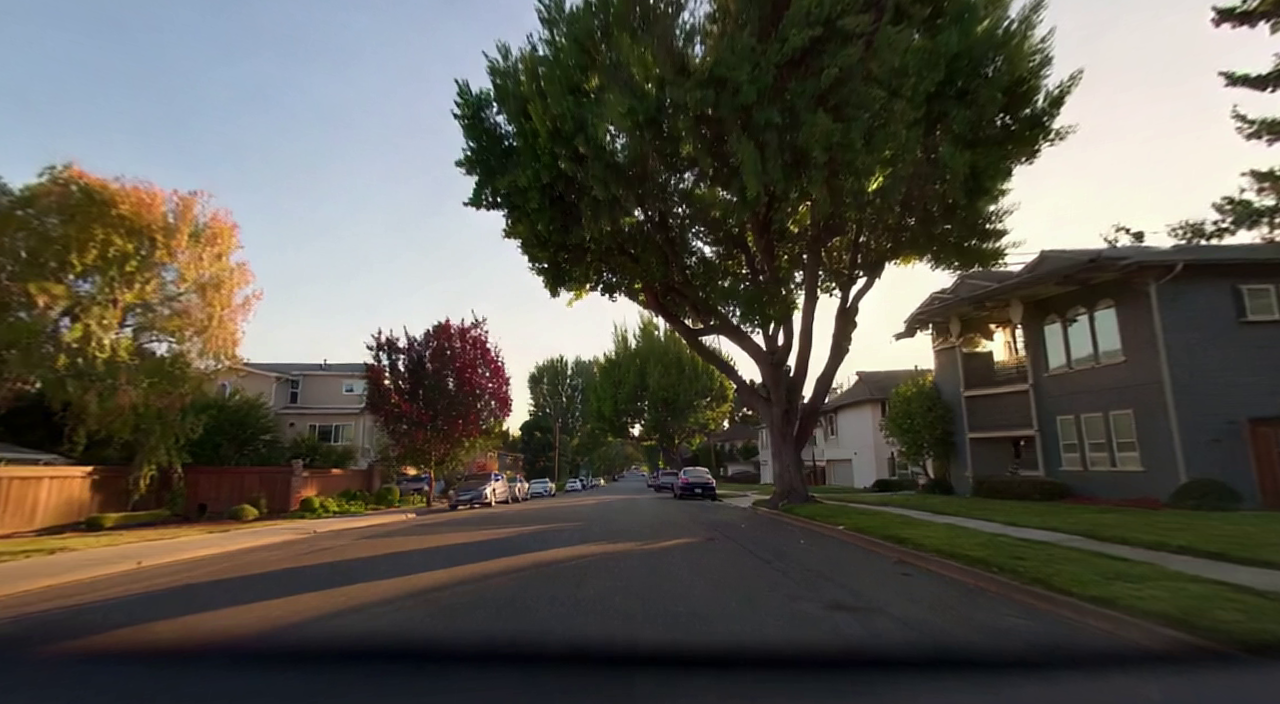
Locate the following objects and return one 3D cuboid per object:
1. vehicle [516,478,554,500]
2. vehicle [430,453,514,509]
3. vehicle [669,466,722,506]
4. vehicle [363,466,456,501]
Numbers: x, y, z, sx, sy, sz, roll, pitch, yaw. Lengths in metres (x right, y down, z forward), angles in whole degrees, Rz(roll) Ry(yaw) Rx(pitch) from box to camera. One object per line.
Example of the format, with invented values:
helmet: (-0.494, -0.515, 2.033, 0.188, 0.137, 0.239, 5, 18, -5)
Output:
vehicle: (-7.781, 10.295, 47.028, 2.071, 1.481, 4.425, 0, -13, 0)
vehicle: (-7.474, 6.001, 28.752, 2.408, 2.201, 5.646, -1, -14, -2)
vehicle: (2.611, 6.458, 30.736, 2.050, 1.598, 4.590, 0, -8, -2)
vehicle: (-14.265, 8.166, 39.227, 4.891, 2.023, 2.200, 0, -8, 1)
